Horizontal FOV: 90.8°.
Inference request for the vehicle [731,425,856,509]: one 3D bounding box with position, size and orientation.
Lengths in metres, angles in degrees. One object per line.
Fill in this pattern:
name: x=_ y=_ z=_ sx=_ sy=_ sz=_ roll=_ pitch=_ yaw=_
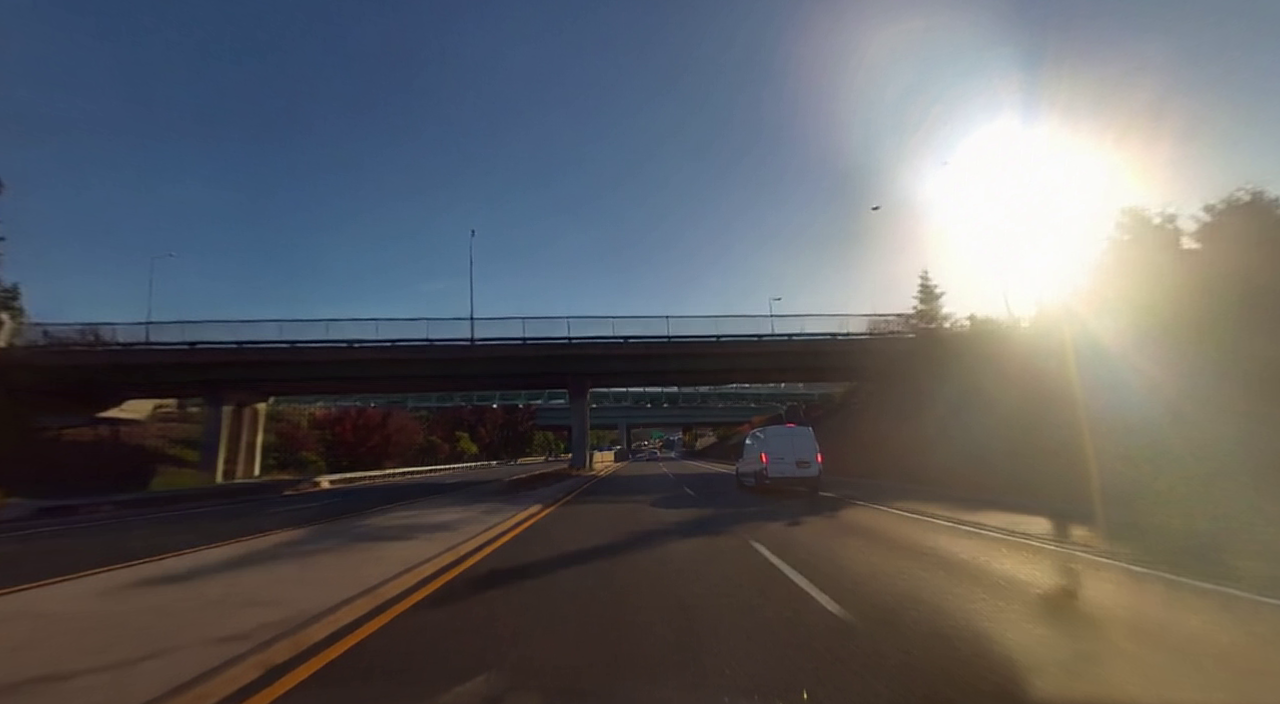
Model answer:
vehicle: x=4.085 y=3.192 z=17.913 sx=2.152 sy=1.998 sz=5.380 roll=0 pitch=-9 yaw=0
